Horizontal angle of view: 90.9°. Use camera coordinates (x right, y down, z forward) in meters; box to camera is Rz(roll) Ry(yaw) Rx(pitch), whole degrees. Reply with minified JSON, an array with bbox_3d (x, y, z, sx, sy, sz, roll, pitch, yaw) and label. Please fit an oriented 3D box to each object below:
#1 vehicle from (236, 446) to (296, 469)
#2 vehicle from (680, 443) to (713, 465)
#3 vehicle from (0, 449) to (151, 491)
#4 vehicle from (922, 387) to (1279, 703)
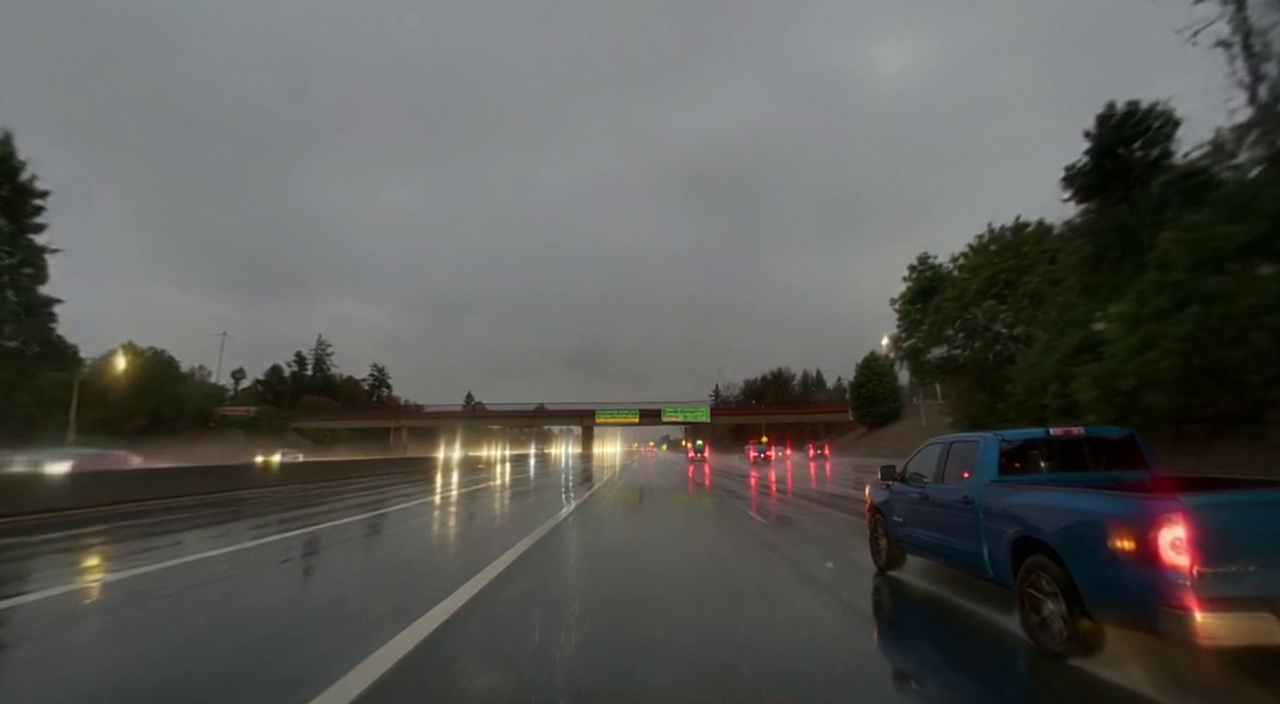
[{"bbox_3d":[-29.209,8.224,49.425,1.897,1.665,4.562,0,-8,0],"label":"vehicle"},{"bbox_3d":[4.274,7.755,48.103,2.014,1.643,4.039,0,-8,-1],"label":"vehicle"},{"bbox_3d":[-21.954,4.546,24.763,1.876,1.456,4.456,0,-8,0],"label":"vehicle"},{"bbox_3d":[3.396,0.962,2.739,2.119,1.524,4.807,0,-8,0],"label":"vehicle"}]
